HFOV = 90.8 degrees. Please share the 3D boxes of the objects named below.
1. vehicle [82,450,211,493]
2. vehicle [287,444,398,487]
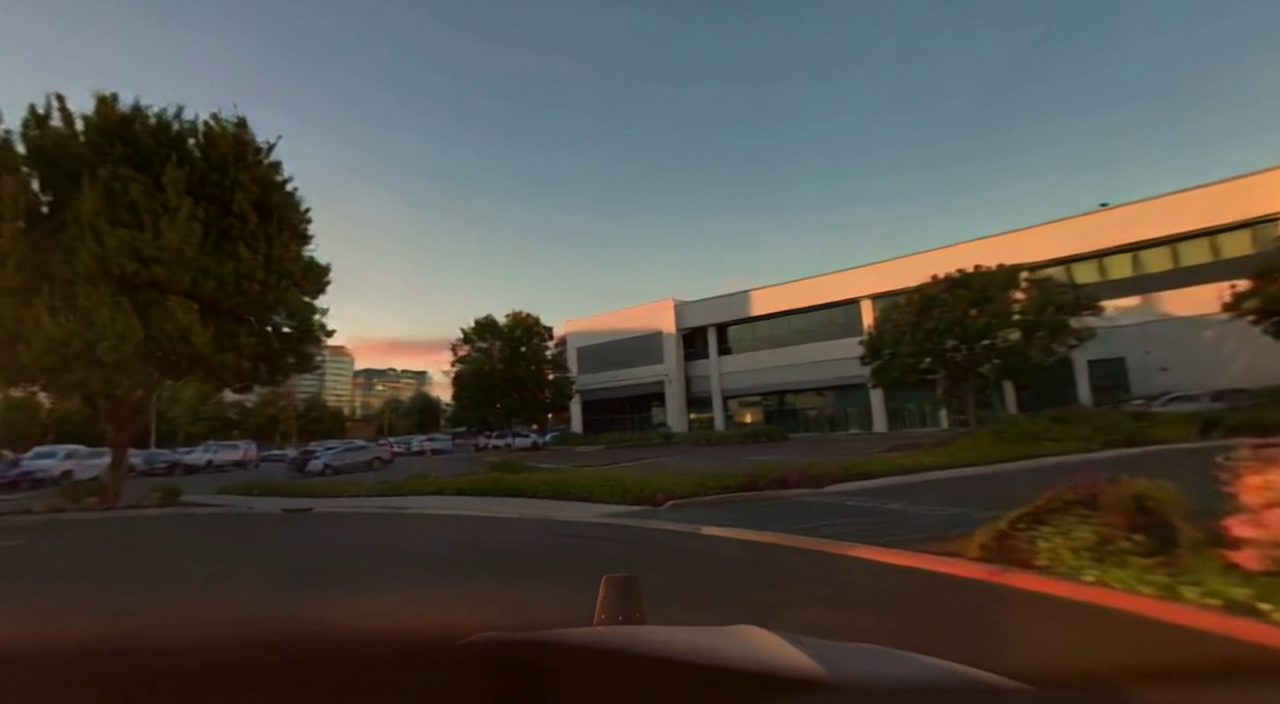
[{"bbox_3d":[-27.566,6.681,35.456,5.285,1.837,2.318,-4,-8,-2],"label":"vehicle"},{"bbox_3d":[-15.056,5.734,32.133,4.755,1.707,1.889,-4,-8,0],"label":"vehicle"}]
